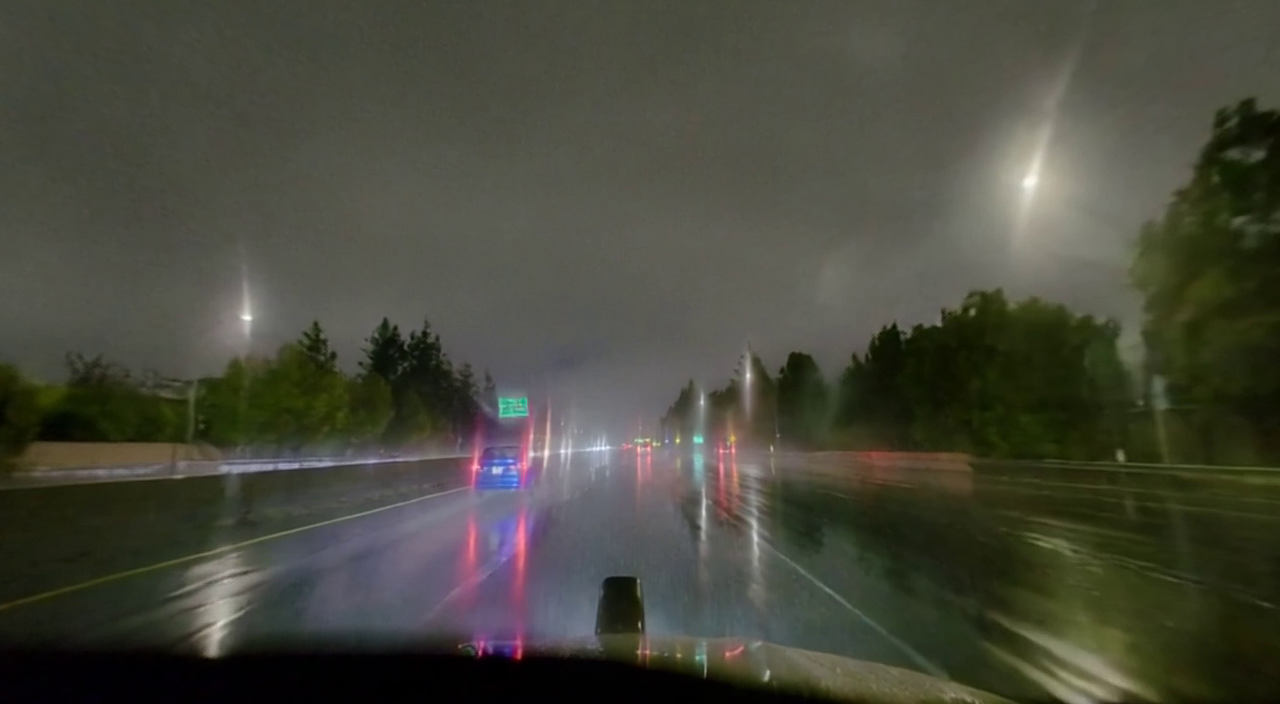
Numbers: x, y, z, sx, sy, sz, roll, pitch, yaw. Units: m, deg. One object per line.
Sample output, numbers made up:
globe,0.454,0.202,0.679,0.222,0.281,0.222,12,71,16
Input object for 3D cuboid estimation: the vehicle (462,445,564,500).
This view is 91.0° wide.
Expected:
vehicle,-3.797,3.704,19.762,2.162,1.493,4.583,0,-9,1
